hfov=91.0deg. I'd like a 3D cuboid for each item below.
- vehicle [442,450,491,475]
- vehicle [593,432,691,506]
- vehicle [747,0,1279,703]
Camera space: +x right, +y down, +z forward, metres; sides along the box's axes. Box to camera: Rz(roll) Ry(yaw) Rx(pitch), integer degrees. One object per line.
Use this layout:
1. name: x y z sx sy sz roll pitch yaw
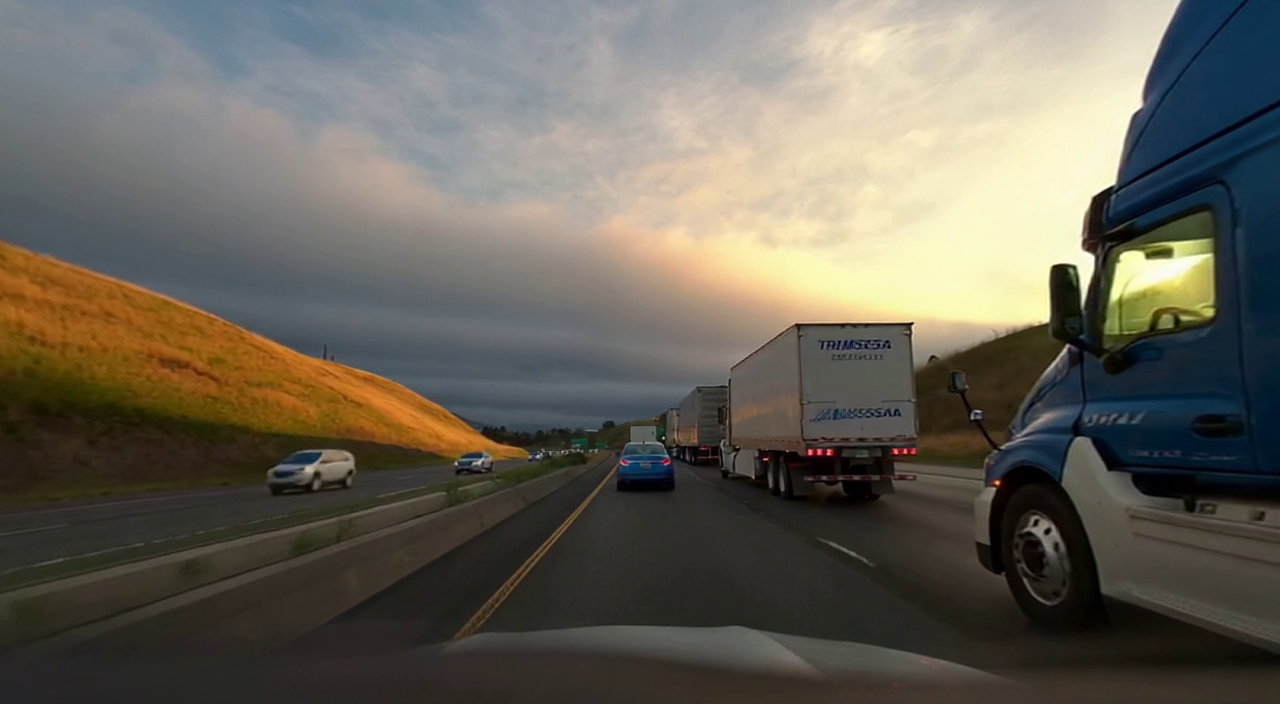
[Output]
1. vehicle: -11.155 7.124 40.851 1.951 1.464 4.370 -1 -8 0
2. vehicle: 0.019 2.725 15.100 2.045 1.507 3.763 -1 -8 0
3. vehicle: 4.408 0.221 7.786 3.410 4.438 14.410 -1 -8 -1
